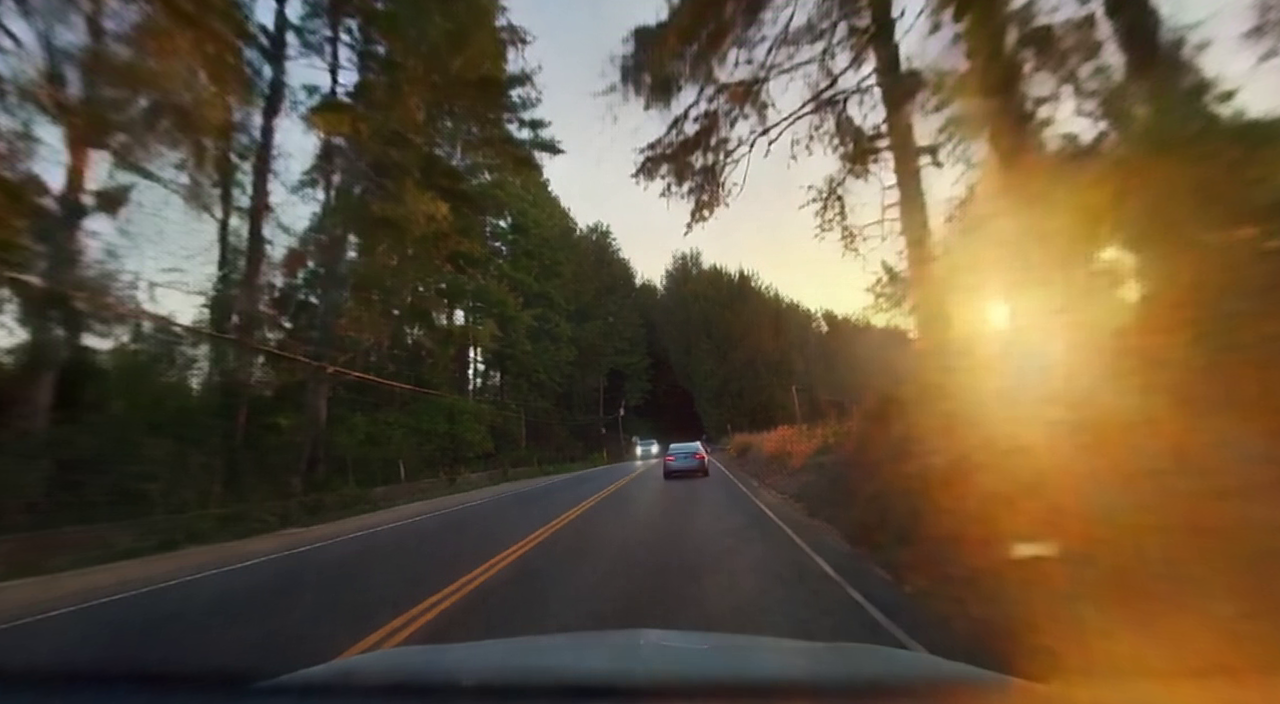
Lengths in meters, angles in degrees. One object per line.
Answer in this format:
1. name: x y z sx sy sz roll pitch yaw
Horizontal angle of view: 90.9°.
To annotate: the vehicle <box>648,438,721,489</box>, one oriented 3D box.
1. vehicle: 1.540 3.817 21.941 2.274 1.583 4.349 -1 -8 4
